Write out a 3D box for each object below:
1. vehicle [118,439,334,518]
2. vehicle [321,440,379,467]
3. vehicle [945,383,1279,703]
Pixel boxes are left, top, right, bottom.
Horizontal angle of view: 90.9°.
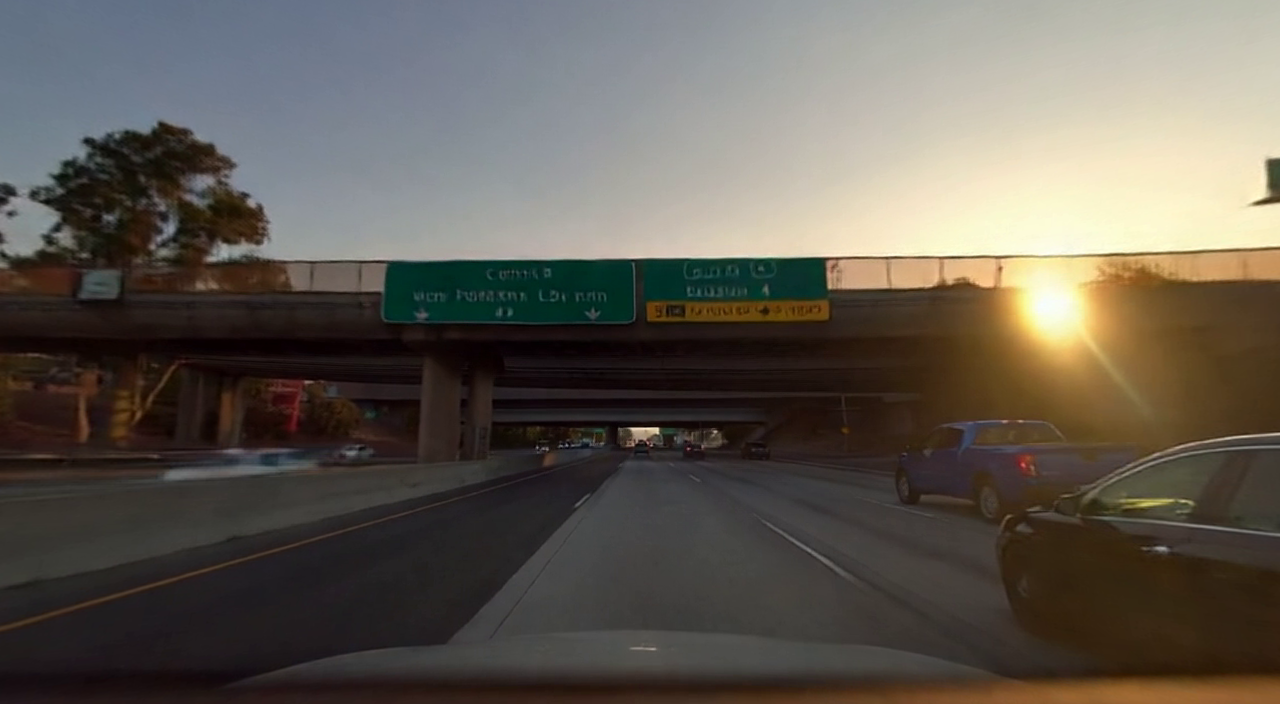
[{"bbox_3d":[-8.986,2.731,14.295,1.865,1.481,4.492,0,-8,0],"label":"vehicle"},{"bbox_3d":[-21.165,7.405,46.262,2.054,1.798,4.634,0,-8,0],"label":"vehicle"},{"bbox_3d":[3.280,0.865,2.123,2.119,1.524,4.807,0,-8,0],"label":"vehicle"}]
